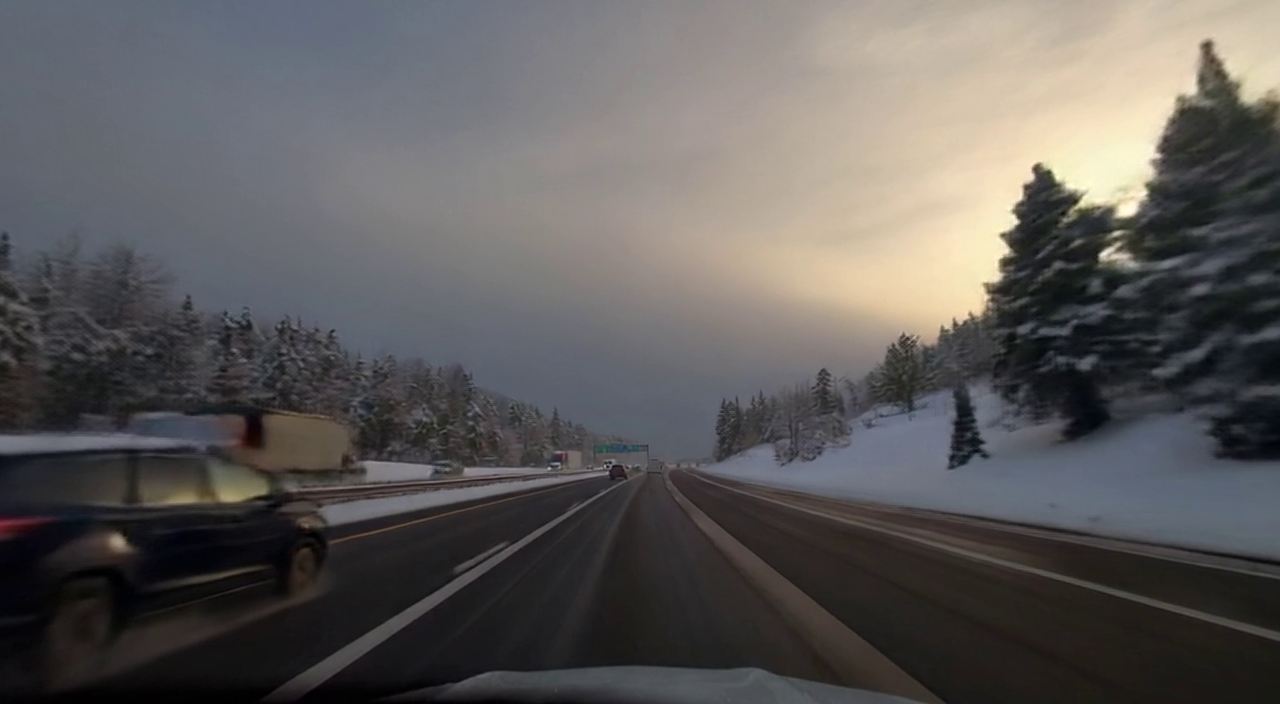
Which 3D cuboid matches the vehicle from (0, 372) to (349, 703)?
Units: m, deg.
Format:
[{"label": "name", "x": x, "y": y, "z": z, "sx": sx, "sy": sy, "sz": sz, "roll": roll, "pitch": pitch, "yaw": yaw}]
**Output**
[{"label": "vehicle", "x": -4.134, "y": 1.141, "z": 4.233, "sx": 2.053, "sy": 1.657, "sz": 4.725, "roll": 1, "pitch": -11, "yaw": 0}]
